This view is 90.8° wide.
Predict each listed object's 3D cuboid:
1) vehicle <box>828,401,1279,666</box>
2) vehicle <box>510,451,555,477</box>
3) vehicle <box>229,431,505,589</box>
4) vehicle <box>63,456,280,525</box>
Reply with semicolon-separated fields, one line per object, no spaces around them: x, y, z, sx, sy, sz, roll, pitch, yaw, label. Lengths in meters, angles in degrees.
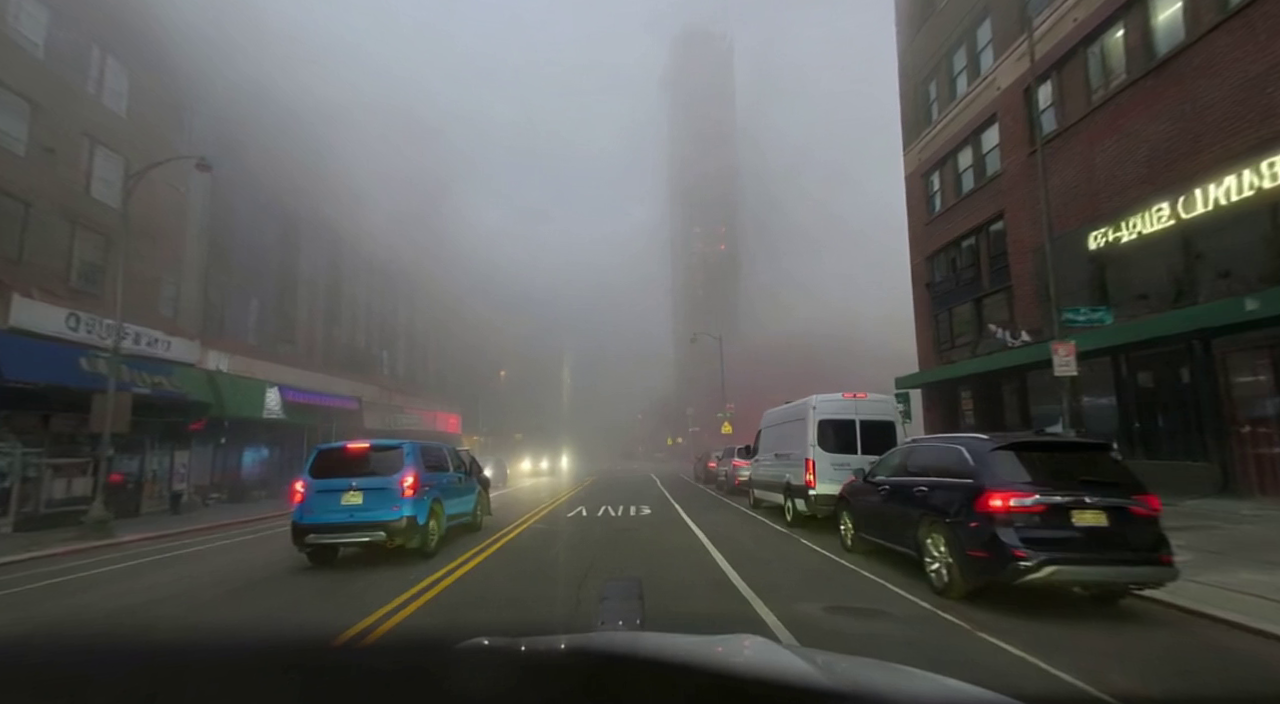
3.926;1.614;6.923;2.040;1.790;5.044;0;-8;-1;vehicle
-6.720;7.034;39.991;1.993;1.484;4.812;0;-8;0;vehicle
-3.246;1.930;8.666;2.024;1.579;4.300;0;-8;-3;vehicle
-13.847;4.083;19.076;4.676;1.807;2.106;2;-9;-15;vehicle
